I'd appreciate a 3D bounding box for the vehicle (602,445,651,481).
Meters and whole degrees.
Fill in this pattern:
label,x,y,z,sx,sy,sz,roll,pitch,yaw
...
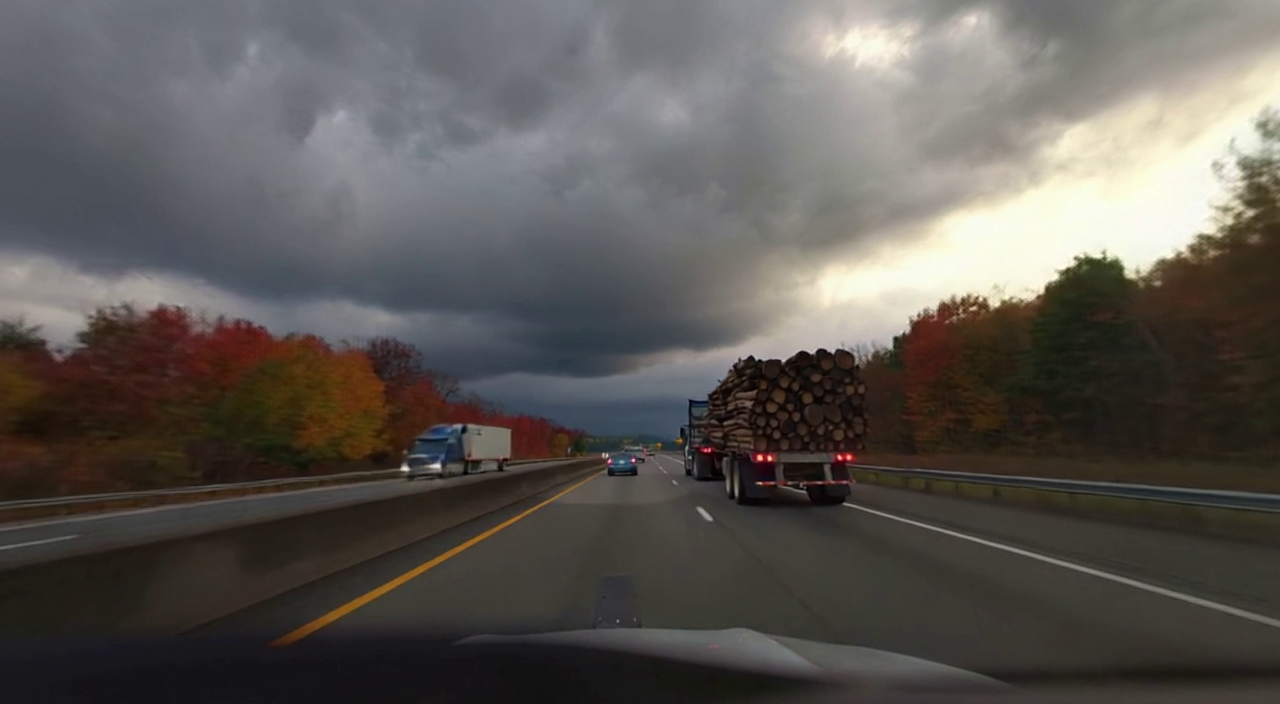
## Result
label,x,y,z,sx,sy,sz,roll,pitch,yaw
vehicle,-0.546,5.125,29.087,2.099,1.506,4.097,-1,-9,1

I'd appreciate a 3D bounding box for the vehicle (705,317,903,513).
label,x,y,z,sx,sy,sz,roll,pitch,yaw
vehicle,3.697,1.871,16.791,3.004,3.923,8.363,-1,-9,0

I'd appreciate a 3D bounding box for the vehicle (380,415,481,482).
label,x,y,z,sx,sy,sz,roll,pitch,yaw
vehicle,-13.815,6.580,42.674,2.968,3.947,10.444,-1,-9,2
